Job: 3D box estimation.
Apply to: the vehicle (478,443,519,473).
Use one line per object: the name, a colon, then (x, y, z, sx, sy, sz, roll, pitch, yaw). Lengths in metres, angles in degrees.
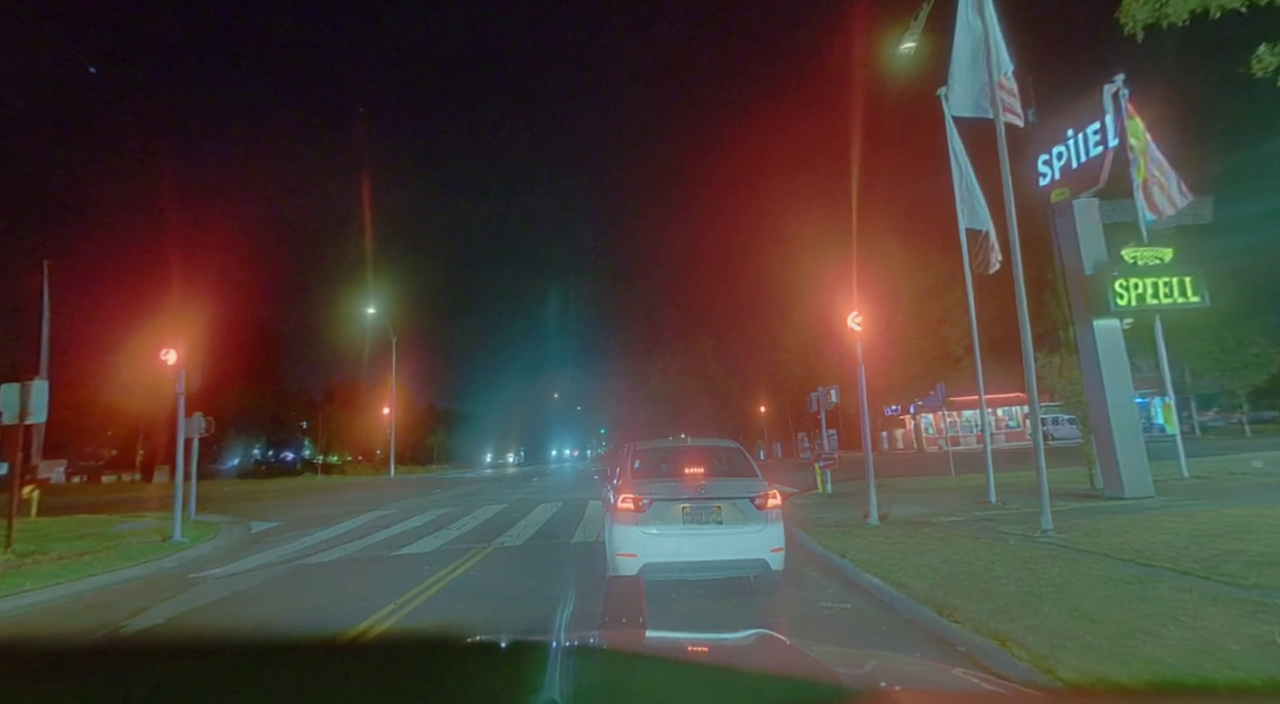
vehicle: (-9.992, 7.495, 44.750, 2.212, 1.948, 4.537, 0, -9, -5)

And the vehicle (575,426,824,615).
vehicle: (0.385, 1.618, 6.900, 1.985, 1.463, 3.647, 0, -9, -3)
